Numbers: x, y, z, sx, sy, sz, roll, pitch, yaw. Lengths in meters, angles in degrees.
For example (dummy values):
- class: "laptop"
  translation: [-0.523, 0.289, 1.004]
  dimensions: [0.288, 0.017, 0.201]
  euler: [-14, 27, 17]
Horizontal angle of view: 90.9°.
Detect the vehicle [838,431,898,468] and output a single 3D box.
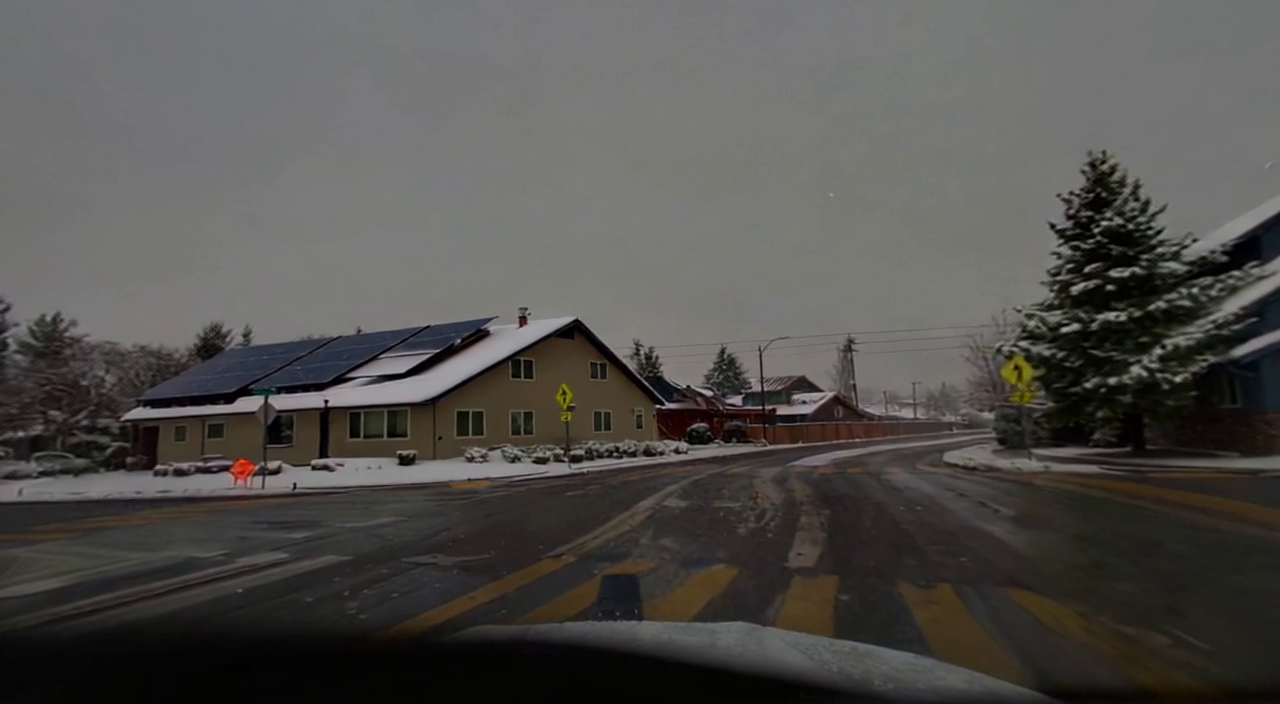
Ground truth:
- class: "vehicle"
  translation: [9.771, 4.102, 26.795]
  dimensions: [1.966, 1.455, 4.075]
  euler: [-4, -8, 24]
